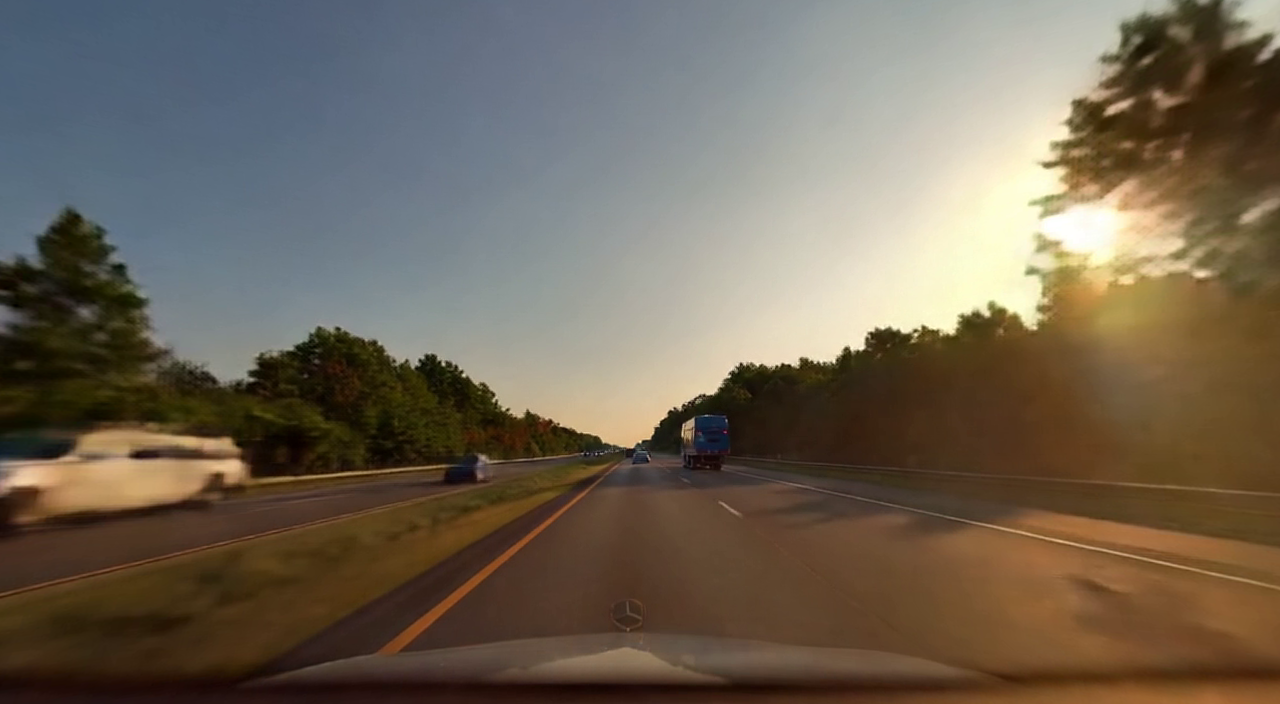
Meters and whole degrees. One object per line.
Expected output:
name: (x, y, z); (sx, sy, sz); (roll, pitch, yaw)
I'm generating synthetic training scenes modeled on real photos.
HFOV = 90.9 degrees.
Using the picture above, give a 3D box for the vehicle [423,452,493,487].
vehicle: (-8.452, 5.480, 29.625); (2.009, 1.484, 4.292); (0, -9, 0)

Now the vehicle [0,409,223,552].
vehicle: (-12.450, 2.718, 14.058); (2.485, 2.534, 5.320); (0, -9, 1)

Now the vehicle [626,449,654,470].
vehicle: (-0.016, 7.546, 44.253); (1.926, 1.386, 3.615); (0, -9, 0)
